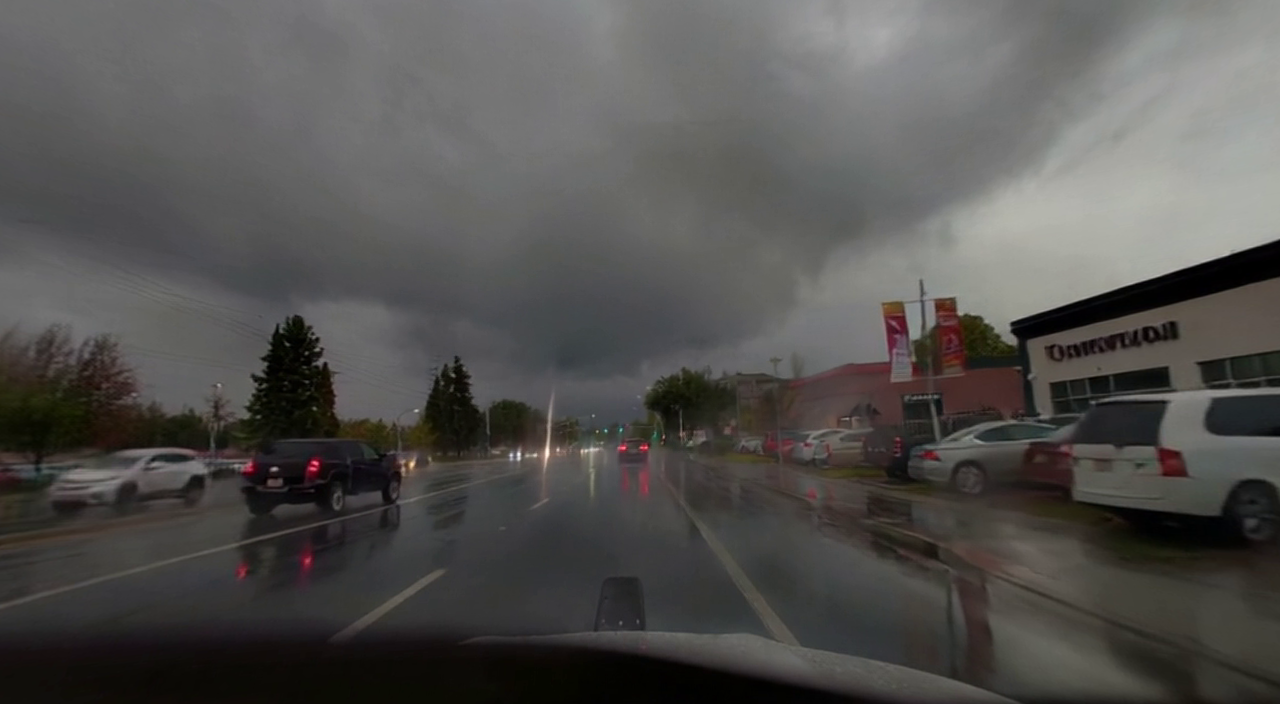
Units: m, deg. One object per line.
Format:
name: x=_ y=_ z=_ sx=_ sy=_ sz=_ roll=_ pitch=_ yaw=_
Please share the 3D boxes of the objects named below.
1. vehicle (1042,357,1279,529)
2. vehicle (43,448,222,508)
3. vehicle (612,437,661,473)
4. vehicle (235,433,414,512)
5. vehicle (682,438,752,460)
vehicle: x=9.276 y=1.197 z=8.604 sx=5.976 sy=1.994 sz=2.295 roll=0 pitch=-8 yaw=0
vehicle: x=-16.375 y=4.036 z=20.808 sx=2.127 sy=1.716 sz=4.548 roll=0 pitch=-9 yaw=-1
vehicle: x=-0.196 y=4.565 z=28.152 sx=2.061 sy=1.469 sz=3.954 roll=0 pitch=-9 yaw=-1
vehicle: x=-7.508 y=2.887 z=15.717 sx=2.038 sy=1.649 sz=4.665 roll=0 pitch=-9 yaw=0
vehicle: x=5.485 y=6.922 z=45.186 sx=4.619 sy=1.523 sz=1.873 roll=2 pitch=-9 yaw=-14
